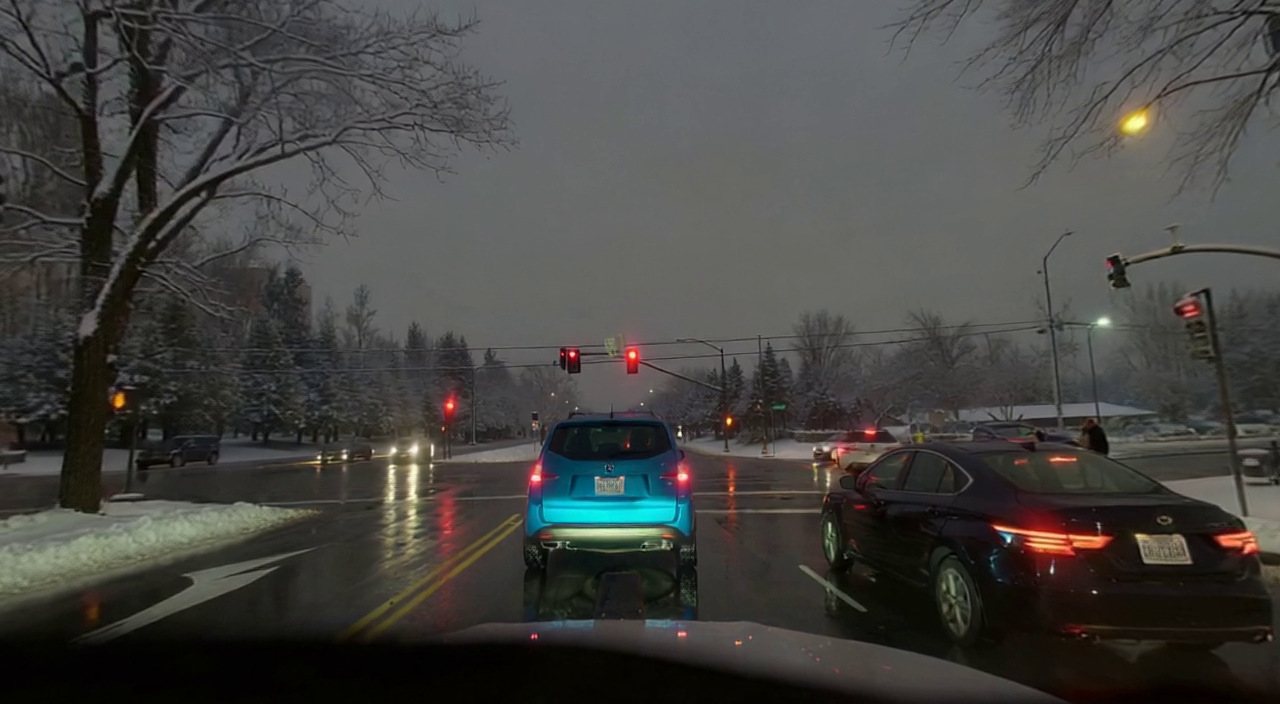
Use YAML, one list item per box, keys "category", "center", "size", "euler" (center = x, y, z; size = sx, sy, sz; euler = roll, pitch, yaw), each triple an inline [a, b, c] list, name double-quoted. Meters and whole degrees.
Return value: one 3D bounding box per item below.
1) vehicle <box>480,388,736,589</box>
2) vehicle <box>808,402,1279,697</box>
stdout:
- category: "vehicle"
  center: [-0.342, 1.522, 7.786]
  size: [2.247, 1.760, 4.231]
  euler: [0, -9, -2]
- category: "vehicle"
  center: [3.164, 1.401, 5.763]
  size: [1.932, 1.562, 4.629]
  euler: [0, -9, -1]
